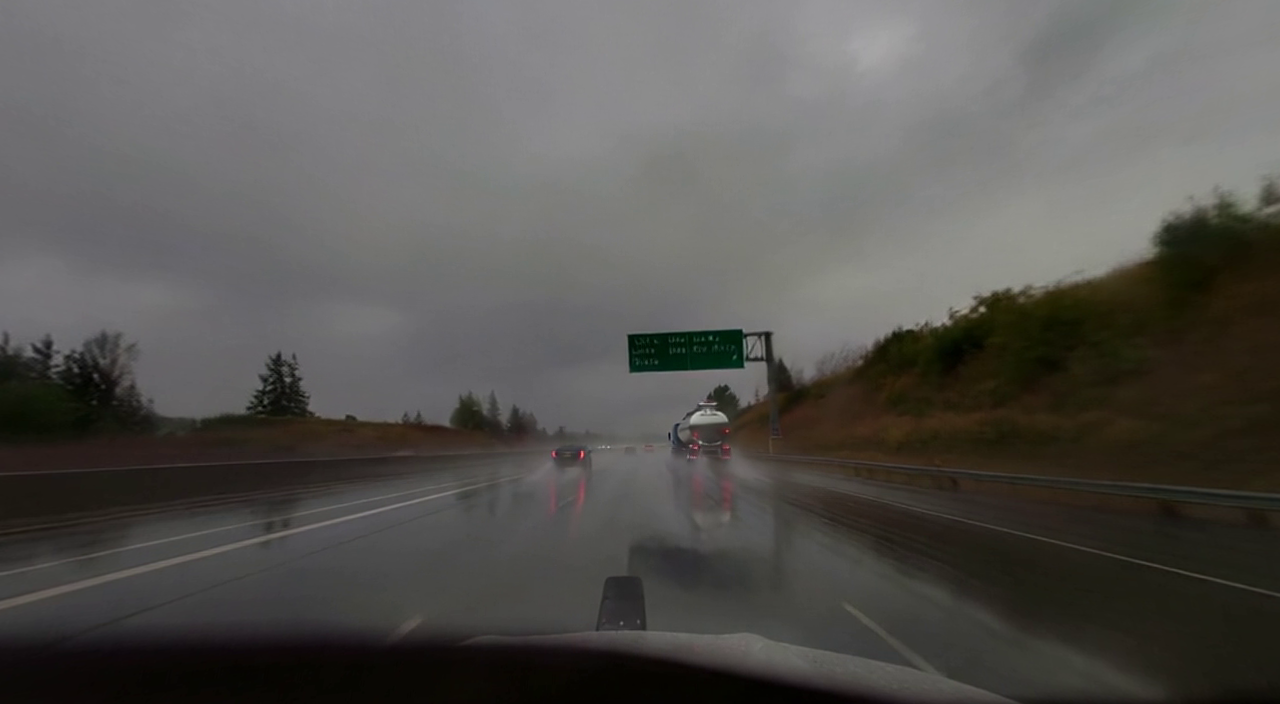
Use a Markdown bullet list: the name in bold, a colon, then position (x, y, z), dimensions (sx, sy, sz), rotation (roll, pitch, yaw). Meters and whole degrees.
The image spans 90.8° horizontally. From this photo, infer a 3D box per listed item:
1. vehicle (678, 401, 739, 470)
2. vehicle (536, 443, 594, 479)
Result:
- **vehicle**: position (3.990, 5.268, 39.109), dimensions (2.759, 3.734, 9.708), rotation (0, -9, 0)
- **vehicle**: position (-3.302, 4.888, 28.581), dimensions (1.986, 1.458, 4.506), rotation (0, -9, 1)
